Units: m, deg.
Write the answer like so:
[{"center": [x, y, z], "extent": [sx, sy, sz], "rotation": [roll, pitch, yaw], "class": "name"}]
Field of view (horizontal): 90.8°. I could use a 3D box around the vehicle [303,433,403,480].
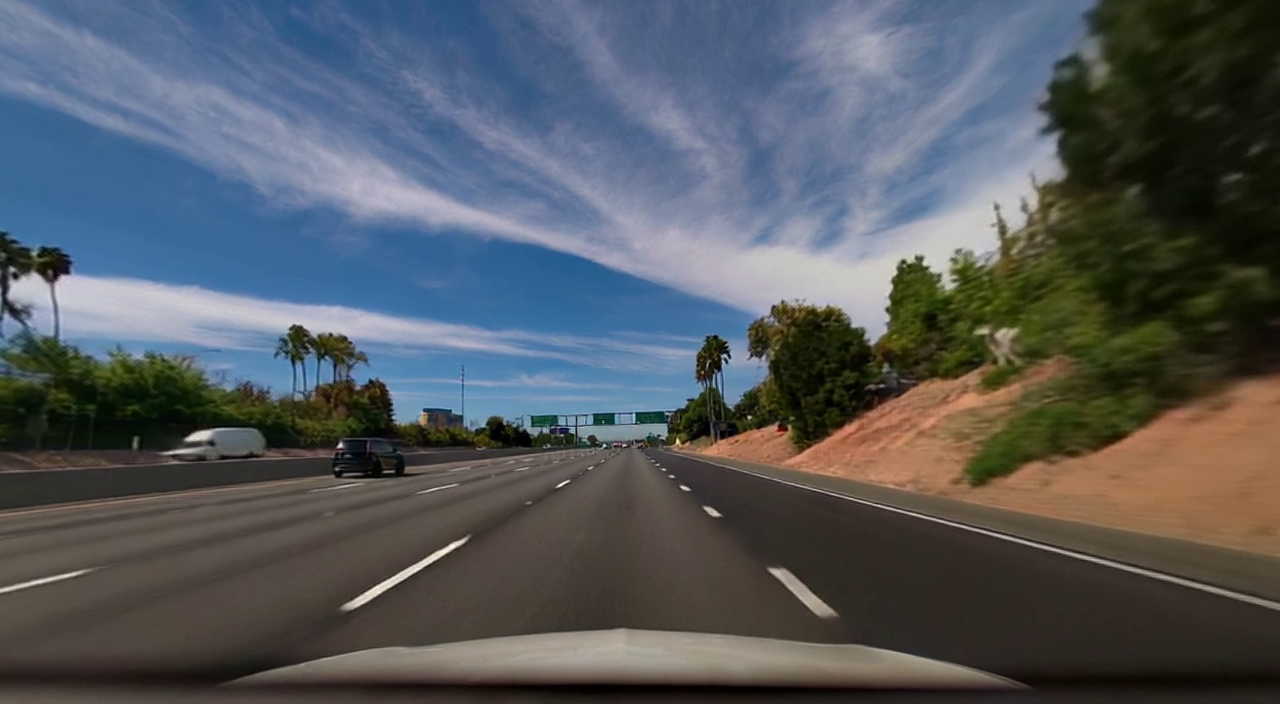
[{"center": [-11.815, 4.321, 26.403], "extent": [2.016, 1.754, 4.543], "rotation": [0, -8, 0], "class": "vehicle"}]
